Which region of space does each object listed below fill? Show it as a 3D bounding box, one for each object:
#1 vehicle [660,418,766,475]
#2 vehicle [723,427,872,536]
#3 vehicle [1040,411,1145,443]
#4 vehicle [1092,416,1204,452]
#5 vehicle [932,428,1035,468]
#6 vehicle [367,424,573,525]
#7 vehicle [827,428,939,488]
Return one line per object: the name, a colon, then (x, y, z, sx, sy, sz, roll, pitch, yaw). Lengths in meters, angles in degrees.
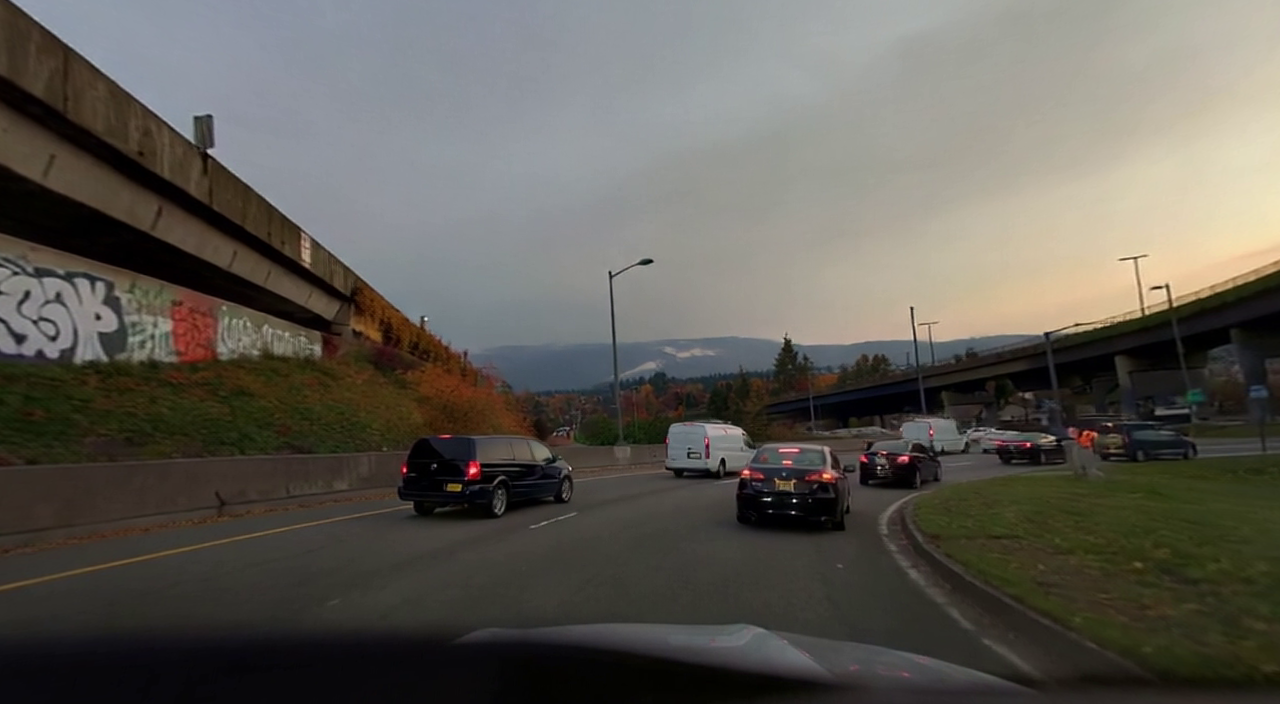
vehicle: (2.656, 3.358, 22.243, 1.835, 1.825, 4.005, -8, -11, 39)
vehicle: (2.900, 2.147, 10.921, 2.064, 1.515, 3.722, -4, -9, 20)
vehicle: (24.109, 4.036, 33.447, 4.309, 1.613, 1.909, 1, -9, -10)
vehicle: (22.523, 3.677, 27.805, 3.934, 1.485, 1.763, 3, -10, -15)
vehicle: (13.546, 3.768, 24.664, 3.902, 1.446, 1.780, 5, -11, -33)
vehicle: (-2.959, 2.259, 12.015, 1.921, 1.554, 4.081, -3, -9, 16)
vehicle: (7.233, 3.081, 18.413, 1.830, 1.519, 4.253, -7, -11, 37)
